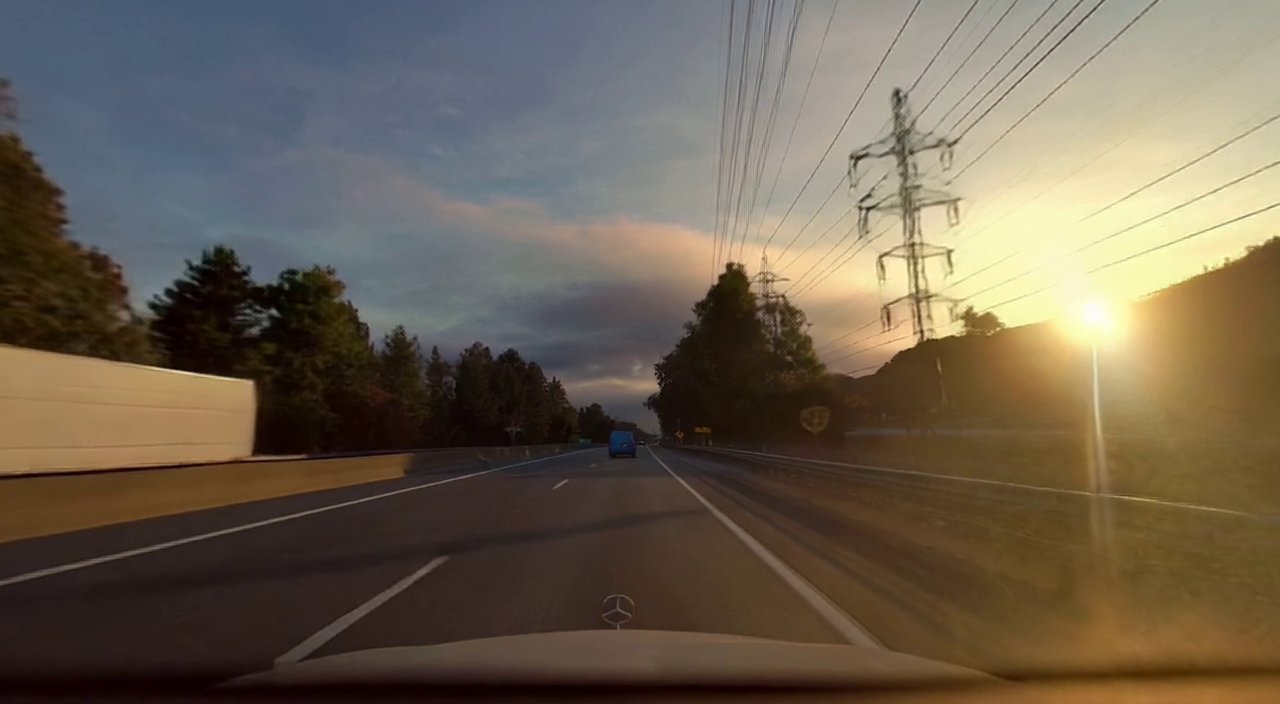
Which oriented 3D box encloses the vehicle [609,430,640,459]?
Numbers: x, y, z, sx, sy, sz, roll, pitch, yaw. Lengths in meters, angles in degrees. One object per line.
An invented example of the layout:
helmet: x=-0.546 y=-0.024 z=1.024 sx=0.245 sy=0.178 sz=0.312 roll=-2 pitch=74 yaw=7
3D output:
vehicle: x=-1.022 y=6.430 z=43.804 sx=2.041 sy=1.856 sz=4.353 roll=0 pitch=-8 yaw=0

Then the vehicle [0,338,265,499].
vehicle: x=-17.202 y=2.121 z=18.928 sx=2.870 sy=3.941 sz=14.518 roll=0 pitch=-8 yaw=0
